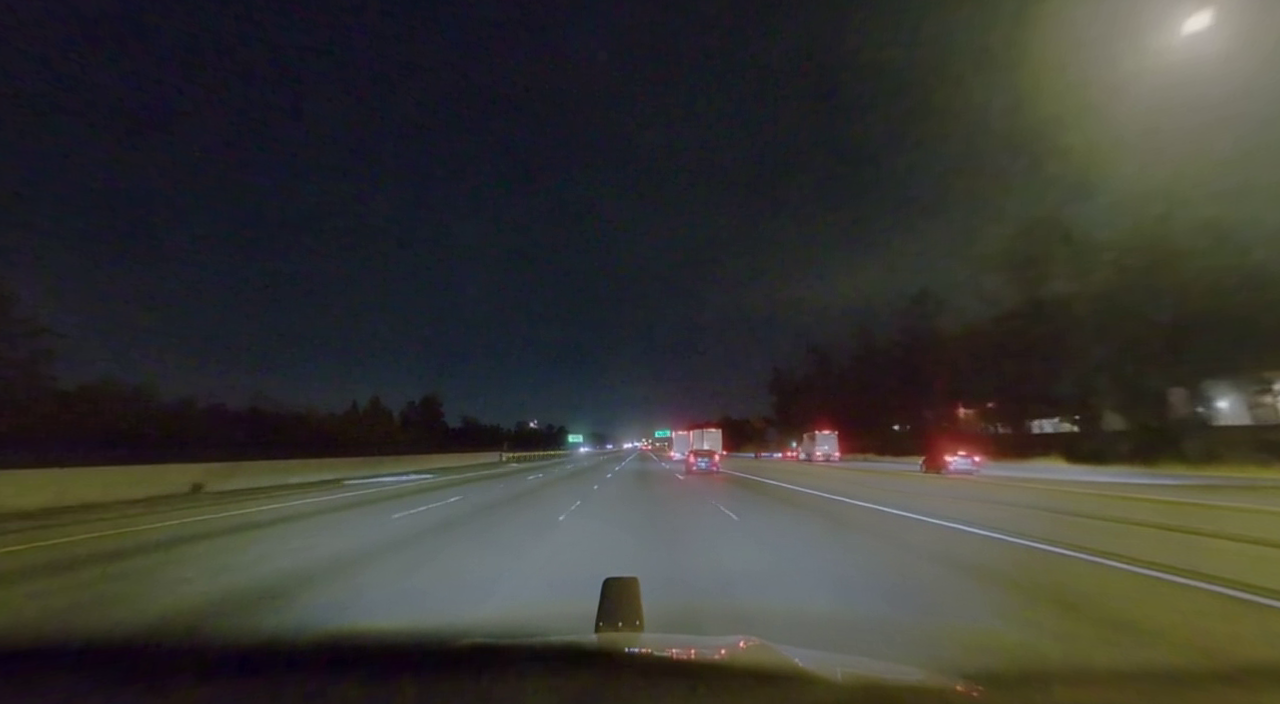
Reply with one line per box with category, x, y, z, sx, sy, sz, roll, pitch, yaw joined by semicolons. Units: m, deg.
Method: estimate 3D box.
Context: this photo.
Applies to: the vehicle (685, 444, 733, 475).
vehicle;3.584;5.688;33.580;2.033;1.501;4.398;0;-9;-1
